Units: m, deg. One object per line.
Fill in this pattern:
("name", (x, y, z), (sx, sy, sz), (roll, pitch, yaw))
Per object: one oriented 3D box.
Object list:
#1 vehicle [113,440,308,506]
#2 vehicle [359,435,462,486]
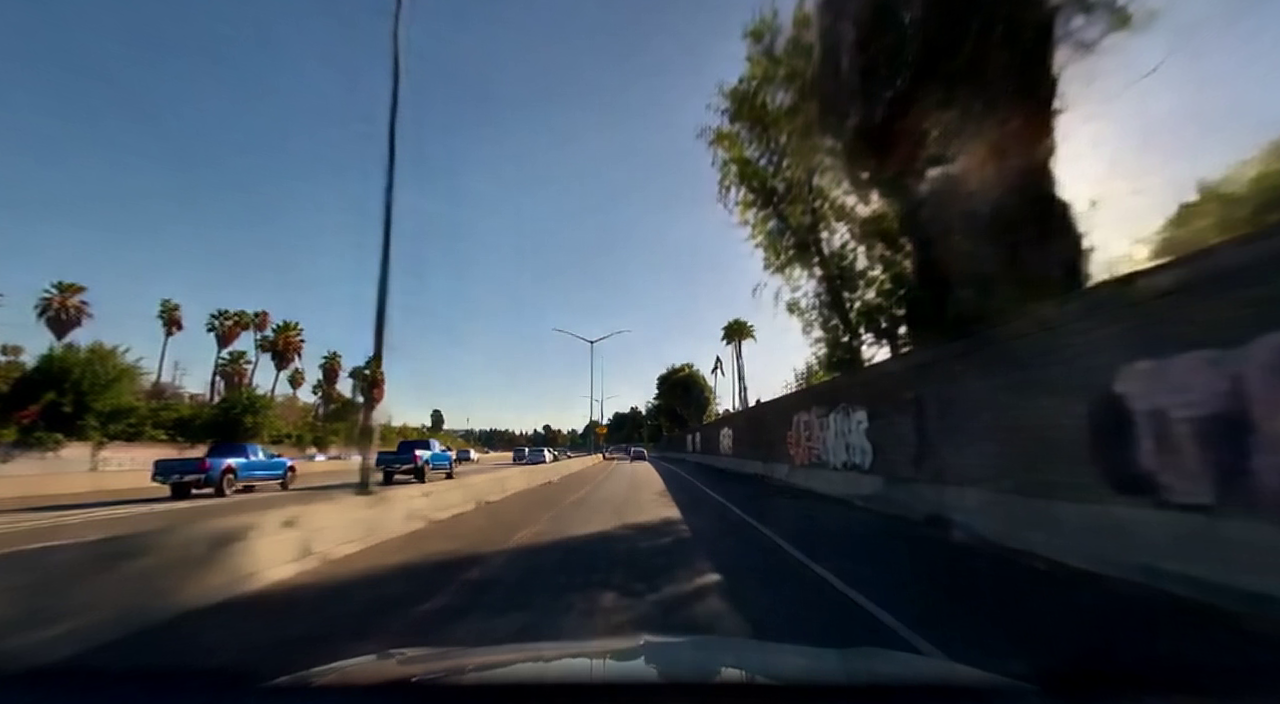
("vehicle", (-13.959, 3.946, 21.166), (2.272, 1.882, 5.941), (0, -9, 1))
("vehicle", (-9.965, 4.753, 27.962), (2.342, 1.999, 5.594), (0, -9, 1))
